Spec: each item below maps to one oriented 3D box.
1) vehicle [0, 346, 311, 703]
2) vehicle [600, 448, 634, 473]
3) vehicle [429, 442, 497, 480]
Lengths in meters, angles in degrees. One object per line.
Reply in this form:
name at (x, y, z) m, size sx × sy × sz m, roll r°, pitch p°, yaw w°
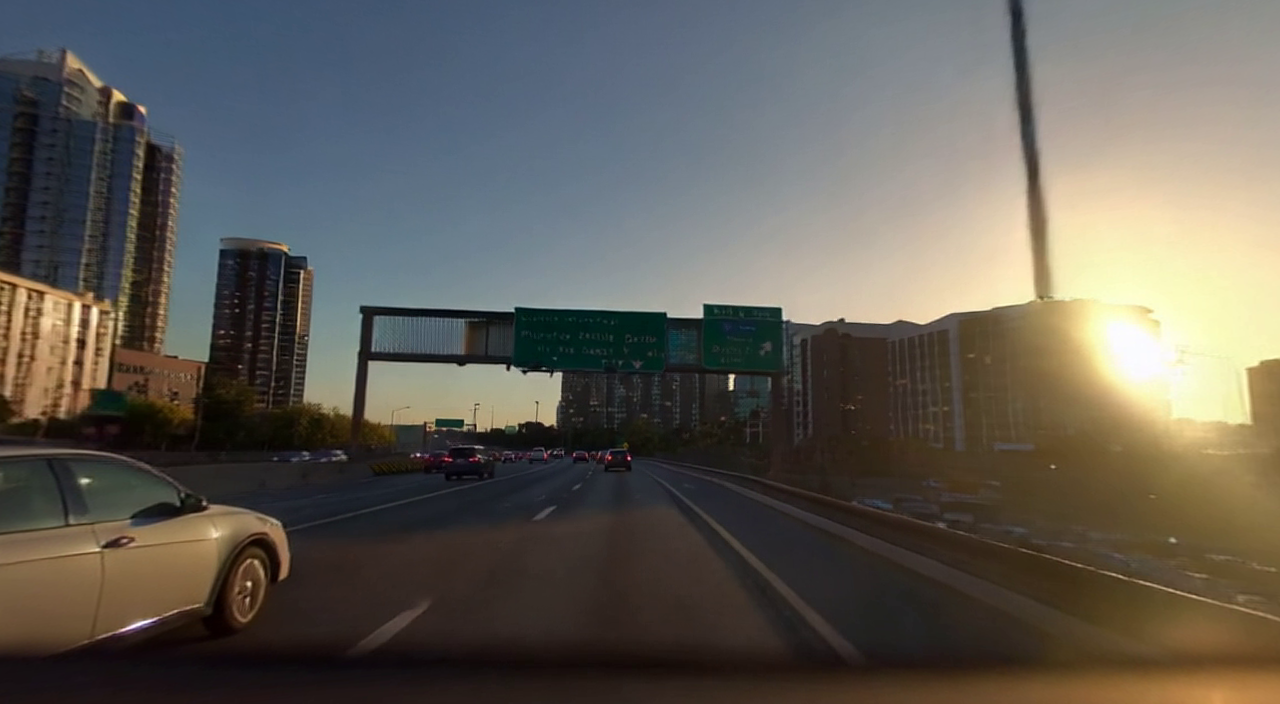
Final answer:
vehicle at (-3.611, 0.846, 2.522) m, size 2.036 × 1.717 × 4.592 m, roll 0°, pitch -9°, yaw 1°
vehicle at (-1.487, 7.013, 41.035) m, size 2.110 × 1.501 × 4.319 m, roll 0°, pitch -9°, yaw -2°
vehicle at (-8.500, 5.248, 30.664) m, size 2.065 × 1.689 × 4.399 m, roll 0°, pitch -9°, yaw -1°
